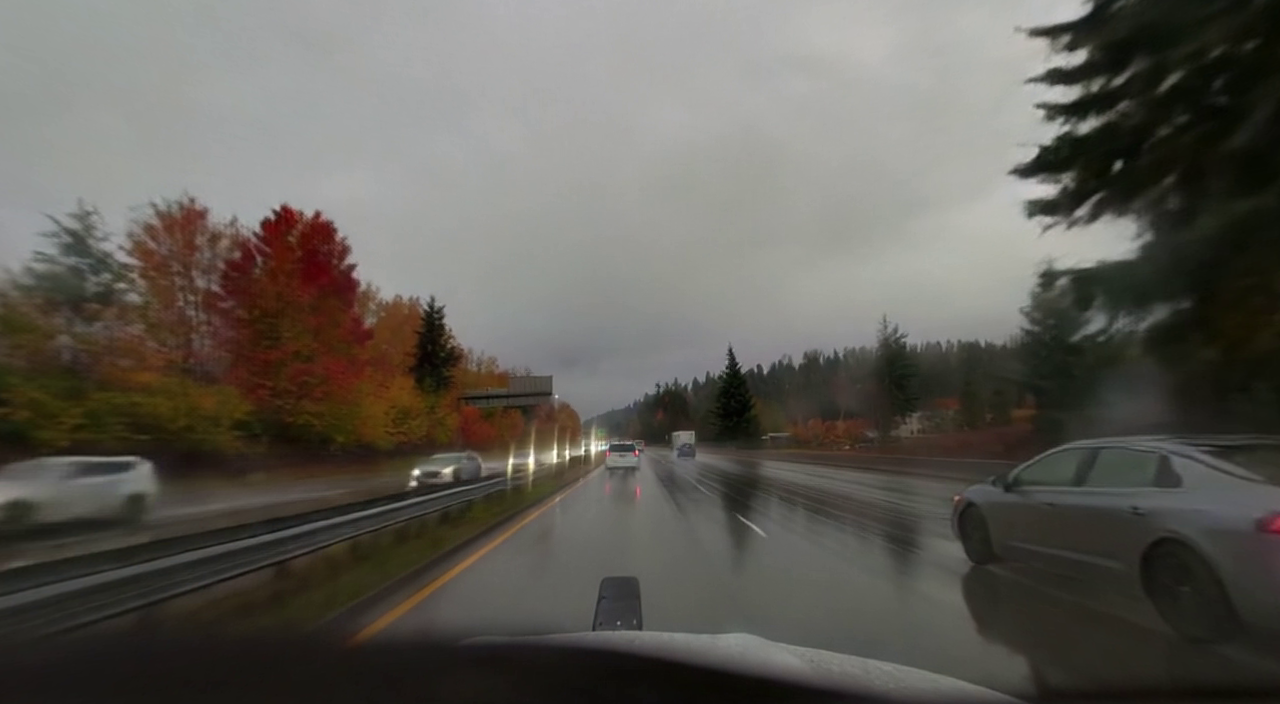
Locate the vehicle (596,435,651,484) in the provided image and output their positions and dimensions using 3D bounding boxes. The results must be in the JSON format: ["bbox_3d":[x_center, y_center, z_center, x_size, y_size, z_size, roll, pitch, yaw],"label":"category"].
[{"bbox_3d":[-0.597,4.110,24.272,1.937,1.699,3.936,0,-9,0],"label":"vehicle"}]

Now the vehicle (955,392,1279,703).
[{"bbox_3d":[3.952,1.055,3.715,1.843,1.505,4.339,0,-9,-1],"label":"vehicle"}]

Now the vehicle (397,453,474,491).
[{"bbox_3d":[-9.046,5.316,28.137,1.960,1.514,4.307,0,-9,0],"label":"vehicle"}]

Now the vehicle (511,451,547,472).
[{"bbox_3d":[-8.504,8.360,48.252,1.950,1.479,4.517,-1,-9,0],"label":"vehicle"}]

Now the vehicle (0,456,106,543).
[{"bbox_3d":[-13.117,2.860,12.101,1.914,1.600,4.188,0,-9,0],"label":"vehicle"}]
